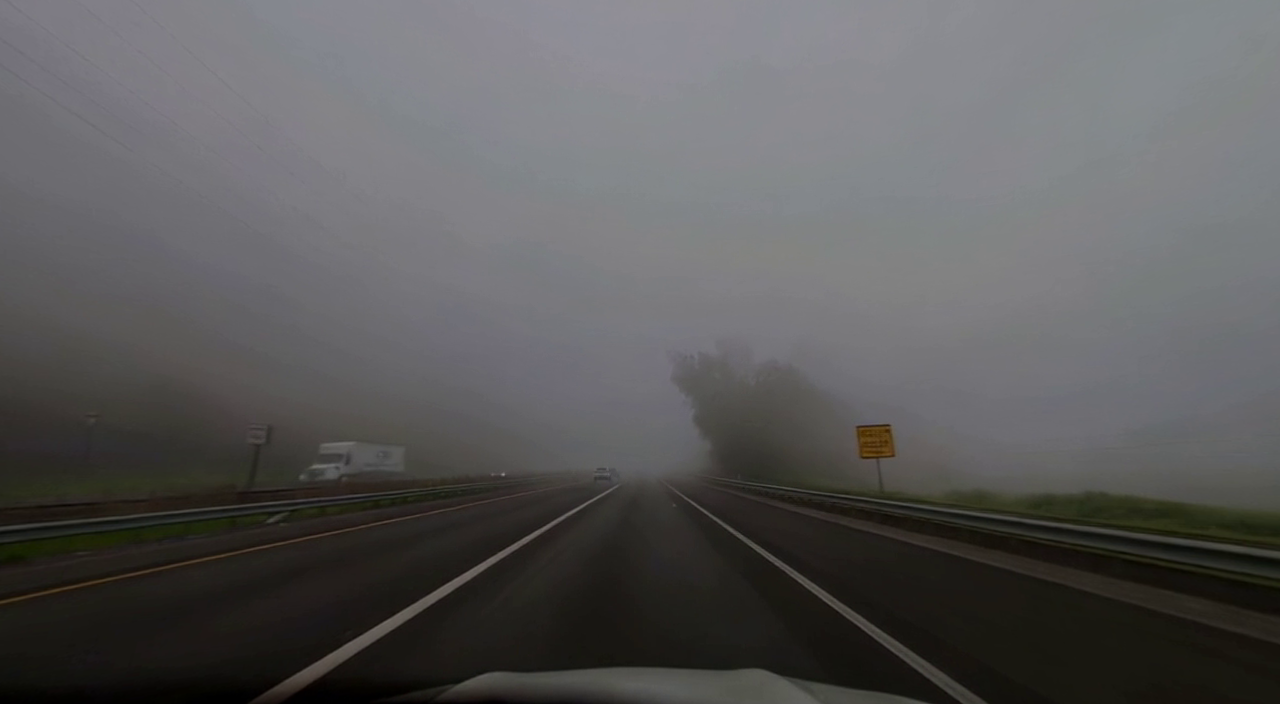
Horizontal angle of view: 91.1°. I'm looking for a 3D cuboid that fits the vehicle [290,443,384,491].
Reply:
[{"bbox_3d":[-20.336,7.815,42.686,2.644,2.909,6.992,0,-11,1],"label":"vehicle"}]
